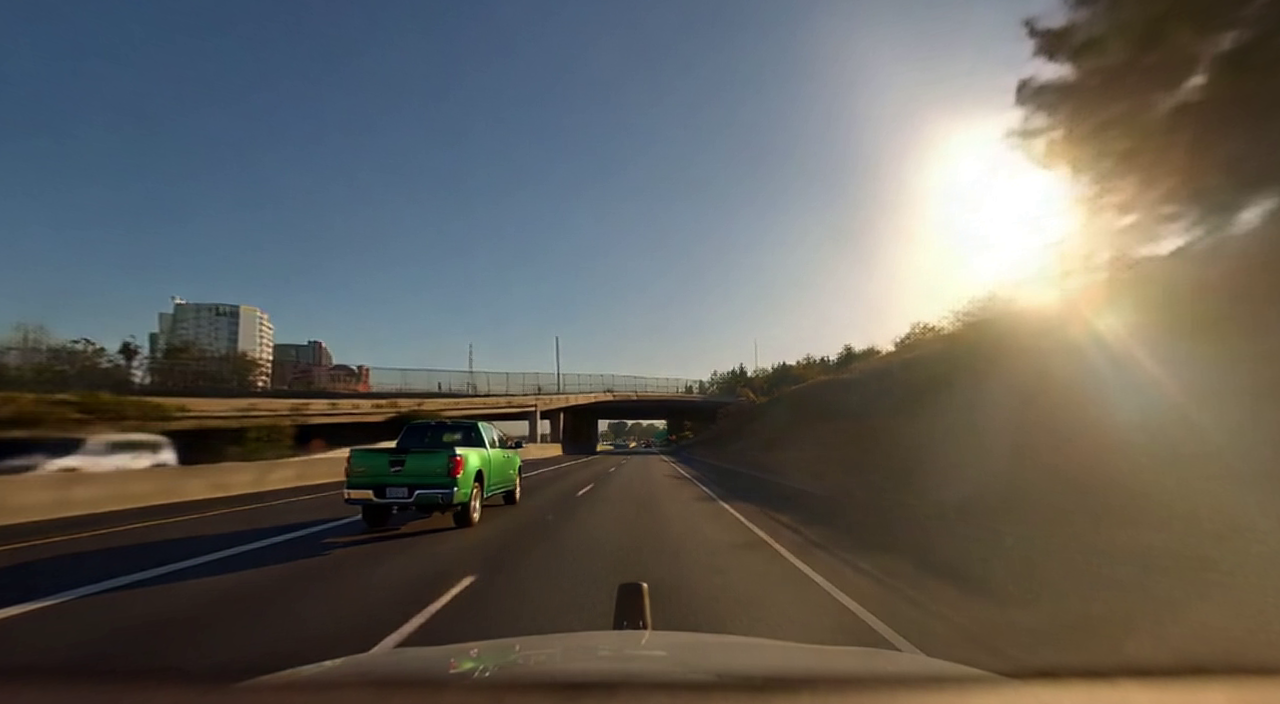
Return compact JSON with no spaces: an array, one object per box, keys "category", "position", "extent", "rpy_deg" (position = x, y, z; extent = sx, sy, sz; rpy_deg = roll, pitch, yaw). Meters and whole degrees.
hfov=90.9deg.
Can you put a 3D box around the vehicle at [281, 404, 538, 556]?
[{"category":"vehicle","position":[-3.421,2.054,10.977],"extent":[2.350,1.932,5.562],"rpy_deg":[-1,-8,0]}]
